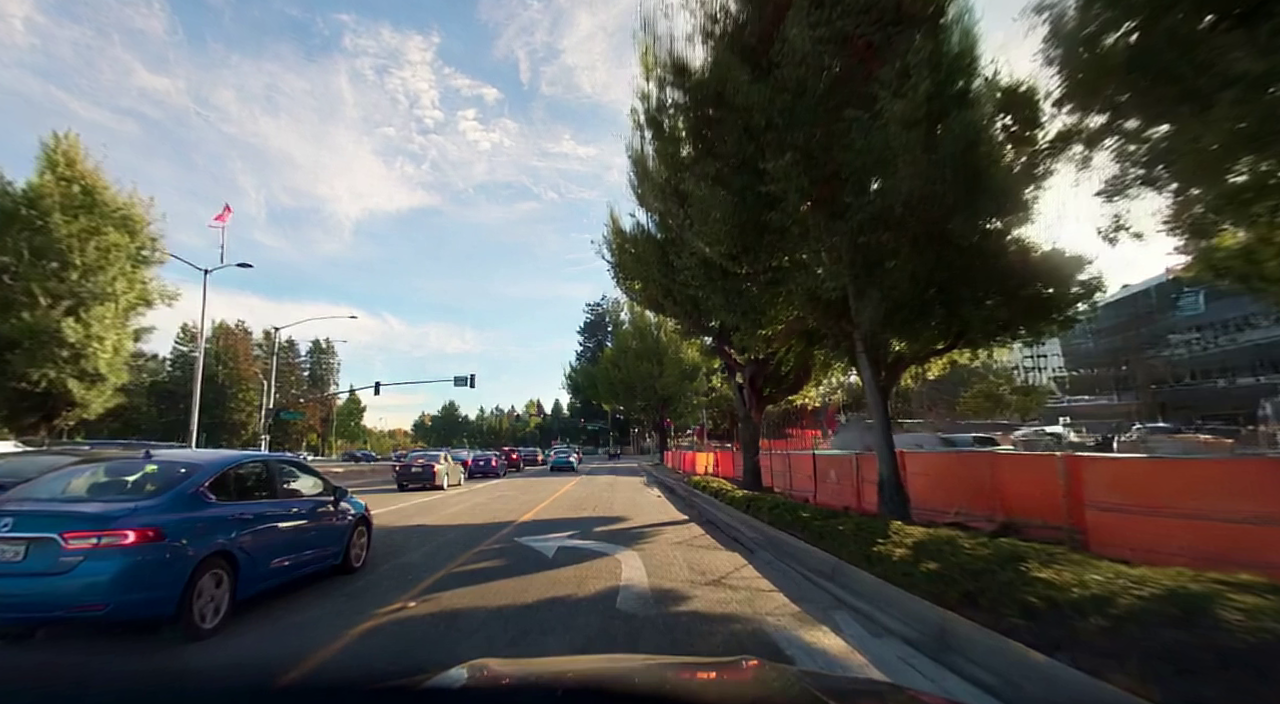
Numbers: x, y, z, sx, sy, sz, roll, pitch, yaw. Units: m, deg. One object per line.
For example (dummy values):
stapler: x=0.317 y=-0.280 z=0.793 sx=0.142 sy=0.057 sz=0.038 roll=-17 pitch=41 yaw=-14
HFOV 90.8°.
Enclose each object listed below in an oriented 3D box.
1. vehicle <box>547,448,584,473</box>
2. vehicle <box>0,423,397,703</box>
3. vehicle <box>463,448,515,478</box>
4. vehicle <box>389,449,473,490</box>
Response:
vehicle: x=-4.613 y=6.763 z=39.711 sx=2.042 sy=1.441 sz=4.172 roll=0 pitch=-9 yaw=-2
vehicle: x=-4.162 y=1.506 z=5.701 sx=2.026 sy=1.497 sz=4.577 roll=-2 pitch=-9 yaw=1
vehicle: x=-8.160 y=6.028 z=34.505 sx=1.900 sy=1.507 sz=4.285 roll=0 pitch=-9 yaw=-2
vehicle: x=-8.441 y=4.748 z=25.948 sx=1.992 sy=1.446 sz=4.296 roll=-1 pitch=-9 yaw=0
